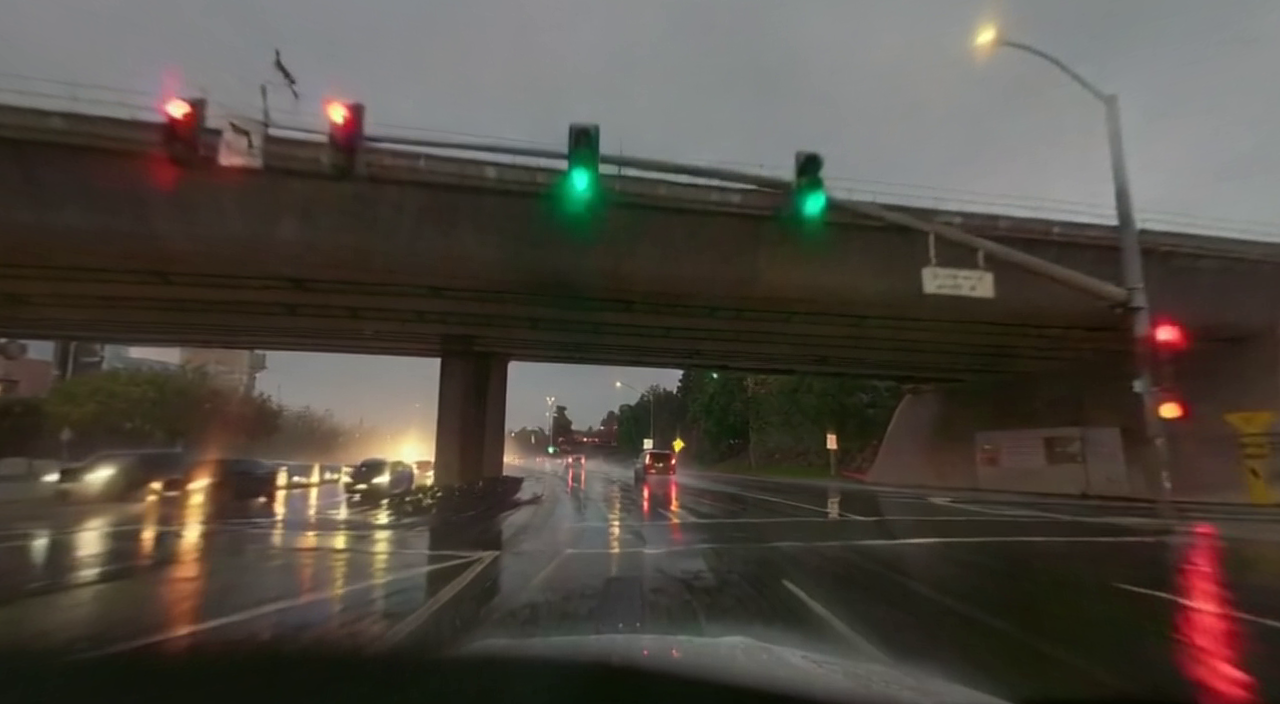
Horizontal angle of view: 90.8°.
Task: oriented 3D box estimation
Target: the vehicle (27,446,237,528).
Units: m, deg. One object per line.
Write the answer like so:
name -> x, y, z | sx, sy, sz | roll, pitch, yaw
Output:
vehicle -> -12.619, 3.302, 16.197 | 1.989, 1.619, 4.612 | 1, -7, -7

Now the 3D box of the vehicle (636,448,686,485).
vehicle -> 1.007, 5.824, 32.432 | 2.024, 1.724, 3.928 | 1, -9, -6

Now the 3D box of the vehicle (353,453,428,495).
vehicle -> -10.119, 4.928, 25.875 | 1.722, 1.519, 3.826 | 0, -9, -4

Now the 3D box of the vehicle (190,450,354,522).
vehicle -> -9.683, 3.502, 17.129 | 1.961, 1.492, 4.479 | 0, -7, -3
